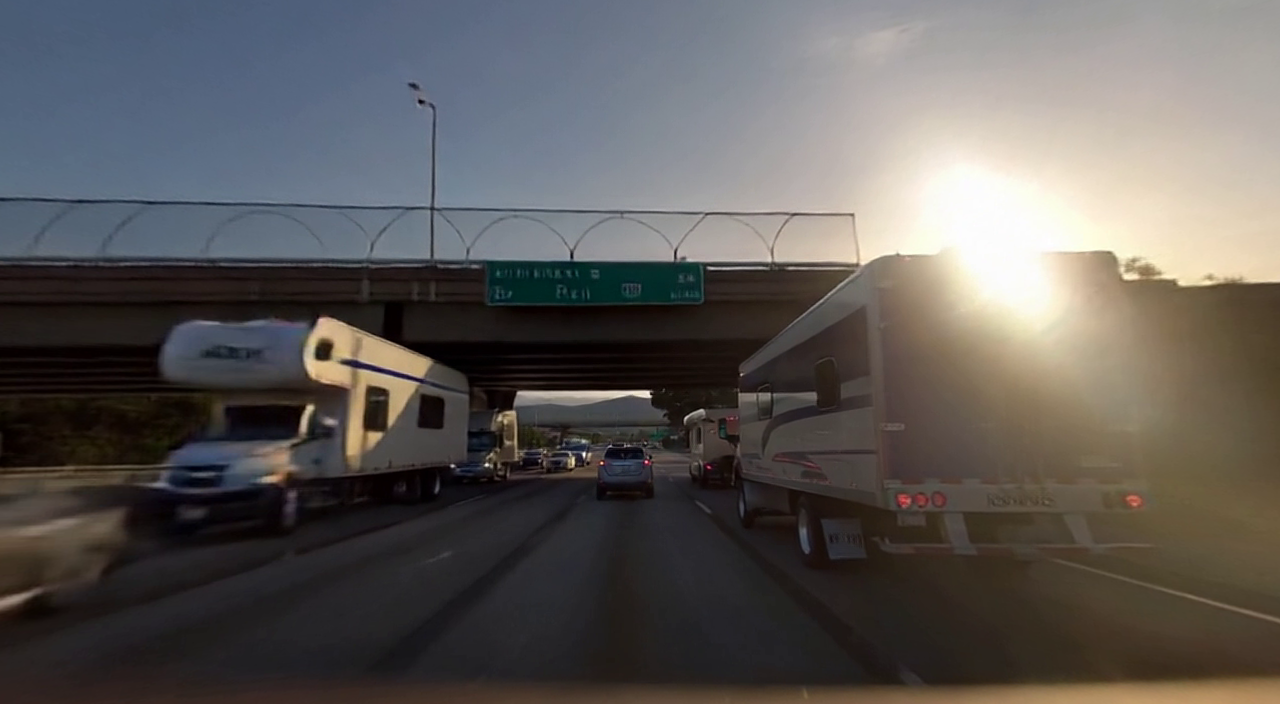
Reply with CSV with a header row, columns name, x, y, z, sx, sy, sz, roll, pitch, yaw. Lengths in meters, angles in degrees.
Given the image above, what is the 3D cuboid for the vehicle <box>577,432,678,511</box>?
name,x,y,z,sx,sy,sz,roll,pitch,yaw
vehicle,-0.296,2.929,15.878,2.201,1.719,4.058,0,-9,-1

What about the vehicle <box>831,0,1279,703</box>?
name,x,y,z,sx,sy,sz,roll,pitch,yaw
vehicle,2.794,-0.314,1.113,2.934,3.963,5.832,0,-9,-1

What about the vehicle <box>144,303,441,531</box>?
name,x,y,z,sx,sy,sz,roll,pitch,yaw
vehicle,-6.942,1.539,13.963,3.008,3.987,5.871,0,-9,1

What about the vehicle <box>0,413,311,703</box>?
name,x,y,z,sx,sy,sz,roll,pitch,yaw
vehicle,-3.788,1.112,3.301,1.980,1.499,3.944,0,-9,0

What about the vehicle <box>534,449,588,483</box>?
name,x,y,z,sx,sy,sz,roll,pitch,yaw
vehicle,-3.622,5.286,29.577,1.930,1.431,4.156,0,-9,1
